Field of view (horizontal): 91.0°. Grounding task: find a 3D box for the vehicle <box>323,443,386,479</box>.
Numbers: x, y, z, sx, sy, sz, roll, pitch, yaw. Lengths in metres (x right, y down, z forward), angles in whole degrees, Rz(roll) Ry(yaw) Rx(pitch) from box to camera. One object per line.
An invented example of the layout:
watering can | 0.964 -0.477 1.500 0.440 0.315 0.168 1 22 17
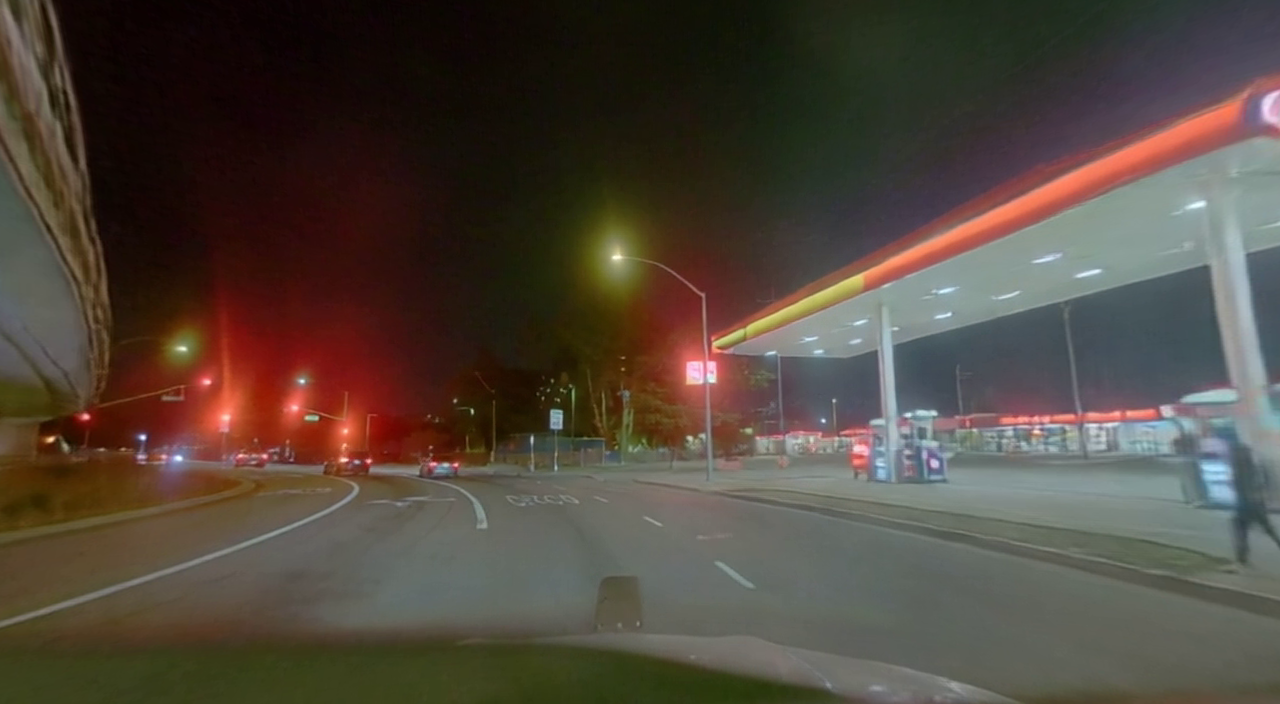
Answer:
vehicle | -17.386 6.554 38.215 2.254 2.006 4.766 8 -11 -38

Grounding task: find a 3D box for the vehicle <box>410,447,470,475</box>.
vehicle | -14.251 7.731 44.754 2.202 1.822 4.826 8 -12 -40
